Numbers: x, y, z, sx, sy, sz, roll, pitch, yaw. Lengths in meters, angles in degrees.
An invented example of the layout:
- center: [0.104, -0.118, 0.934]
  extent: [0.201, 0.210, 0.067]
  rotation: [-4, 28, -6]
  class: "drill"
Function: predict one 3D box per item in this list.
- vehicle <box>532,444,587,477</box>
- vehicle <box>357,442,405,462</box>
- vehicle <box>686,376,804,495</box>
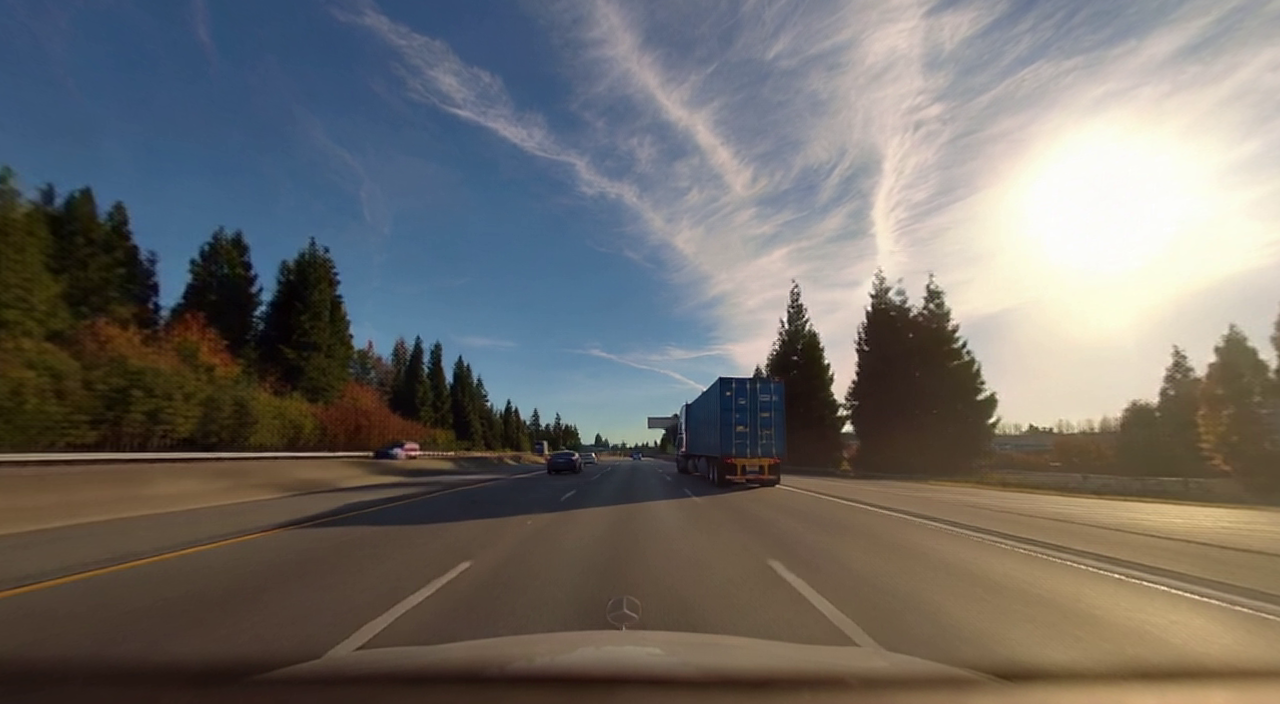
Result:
- center: [-4.330, 5.941, 34.808]
  extent: [2.370, 1.647, 5.091]
  rotation: [0, -9, 0]
  class: "vehicle"
- center: [-20.202, 7.842, 49.293]
  extent: [1.828, 1.455, 4.660]
  rotation: [0, -9, -1]
  class: "vehicle"
- center: [4.044, 3.836, 28.017]
  extent: [2.821, 4.046, 12.876]
  rotation: [0, -9, -1]
  class: "vehicle"
